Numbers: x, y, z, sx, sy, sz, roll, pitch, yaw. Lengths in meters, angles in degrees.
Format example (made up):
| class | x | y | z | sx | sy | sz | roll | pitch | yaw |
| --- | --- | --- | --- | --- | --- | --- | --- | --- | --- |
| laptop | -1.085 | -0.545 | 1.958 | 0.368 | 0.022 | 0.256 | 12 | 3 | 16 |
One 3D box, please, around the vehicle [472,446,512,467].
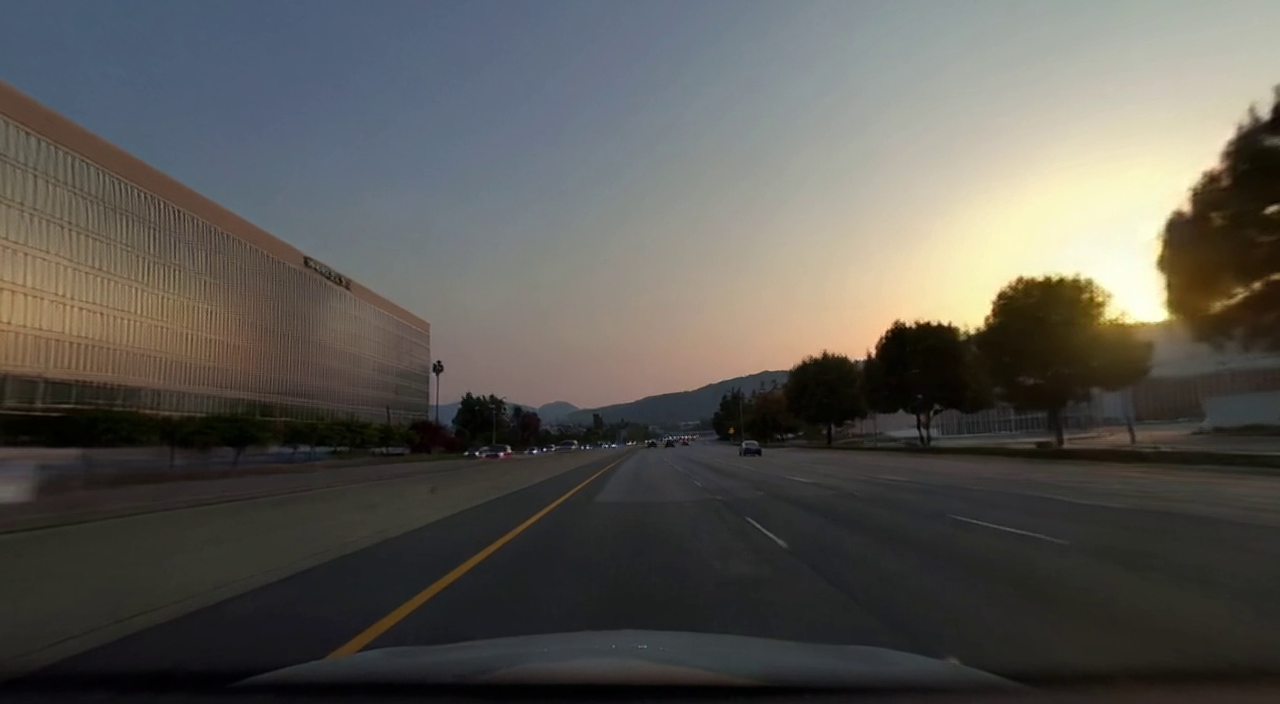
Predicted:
| class | x | y | z | sx | sy | sz | roll | pitch | yaw |
| --- | --- | --- | --- | --- | --- | --- | --- | --- | --- |
| vehicle | -11.338 | 7.997 | 48.529 | 1.910 | 1.499 | 4.634 | 0 | -8 | 1 |
